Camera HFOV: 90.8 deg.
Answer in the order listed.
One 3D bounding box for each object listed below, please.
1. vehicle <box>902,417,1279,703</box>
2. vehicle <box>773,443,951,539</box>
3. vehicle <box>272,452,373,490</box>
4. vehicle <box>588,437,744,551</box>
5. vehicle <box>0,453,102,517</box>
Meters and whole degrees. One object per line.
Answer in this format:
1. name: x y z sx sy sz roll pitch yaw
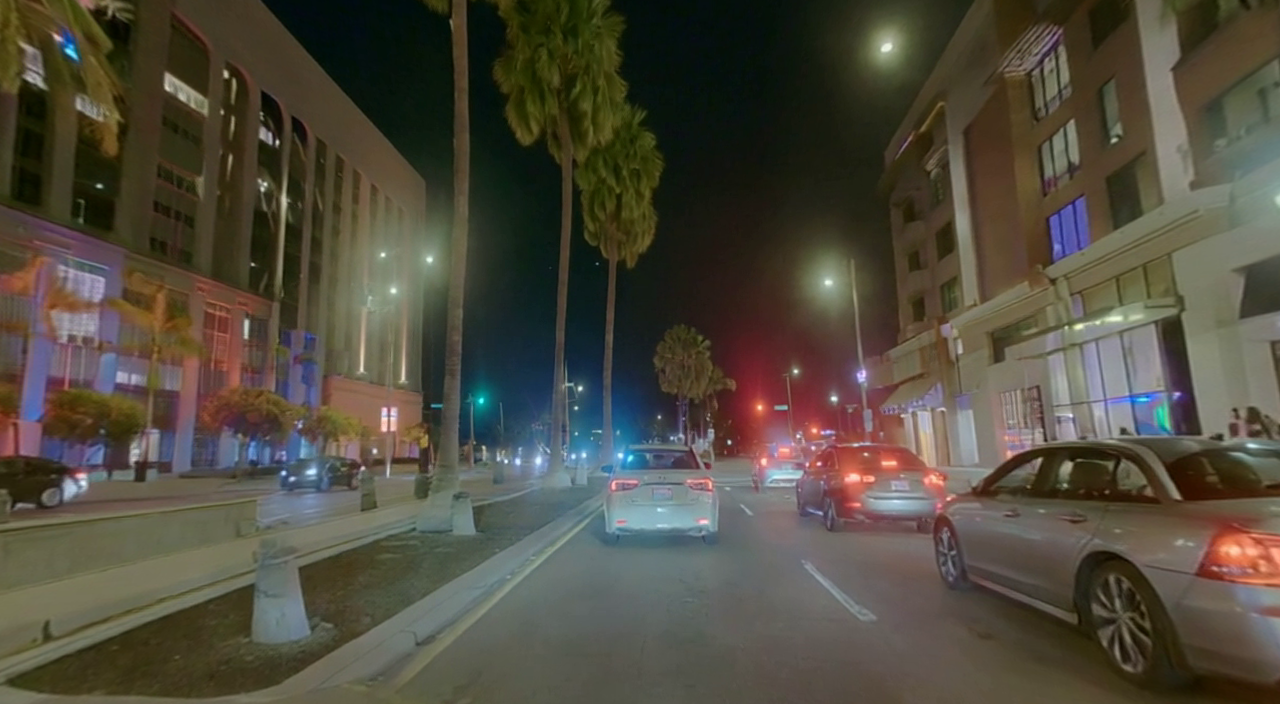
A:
1. vehicle: 3.646 1.275 4.356 1.913 1.469 4.425 -1 -9 2
2. vehicle: 3.989 2.543 12.279 1.920 1.490 4.417 0 -9 1
3. vehicle: -15.168 5.668 30.504 2.078 1.662 4.436 -2 -9 9
4. vehicle: 0.414 2.186 10.375 2.078 1.503 3.681 -1 -9 2
5. vehicle: -16.923 3.482 16.632 1.801 1.563 4.015 -1 -9 3
